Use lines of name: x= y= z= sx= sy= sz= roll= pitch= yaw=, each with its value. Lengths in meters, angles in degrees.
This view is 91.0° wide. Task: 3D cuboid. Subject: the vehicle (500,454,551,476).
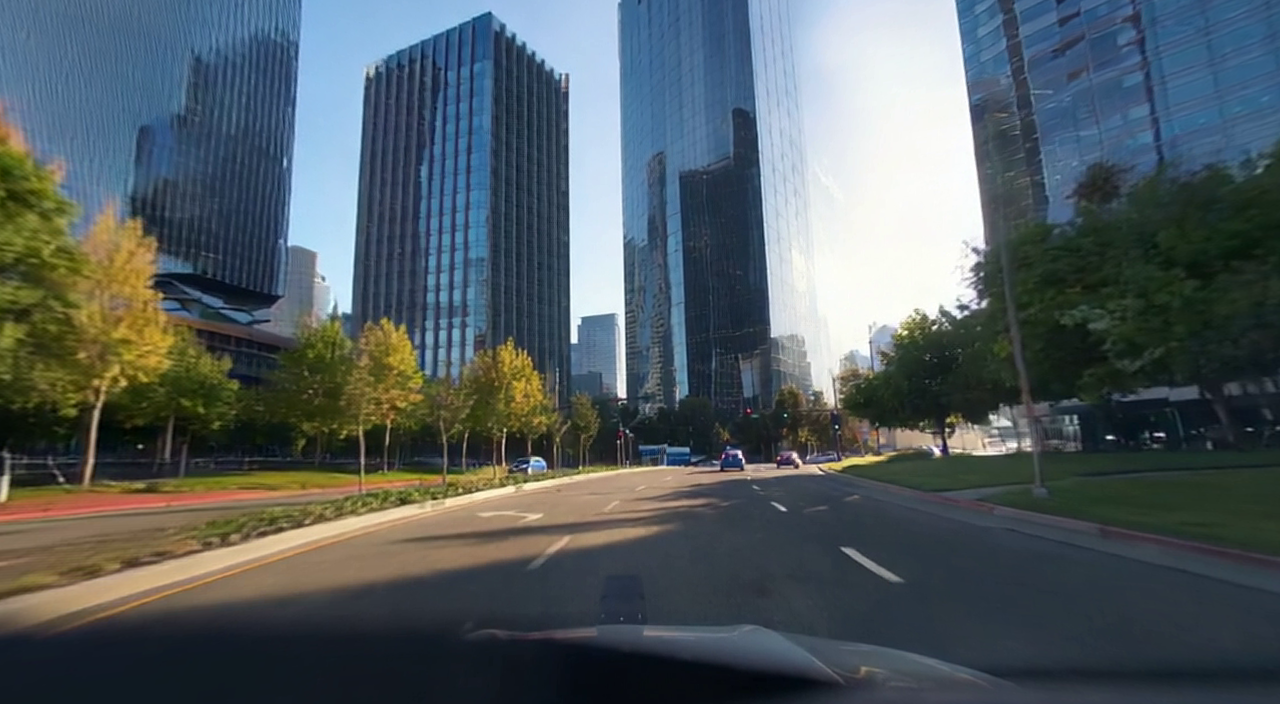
vehicle: x=-8.868 y=8.792 z=49.226 sx=1.926 sy=1.619 sz=4.649 roll=-3 pitch=-10 yaw=16

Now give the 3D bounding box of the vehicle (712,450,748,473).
vehicle: x=6.346 y=7.642 z=43.959 sx=2.127 sy=1.497 sz=4.020 roll=-2 pitch=-9 yaw=13
